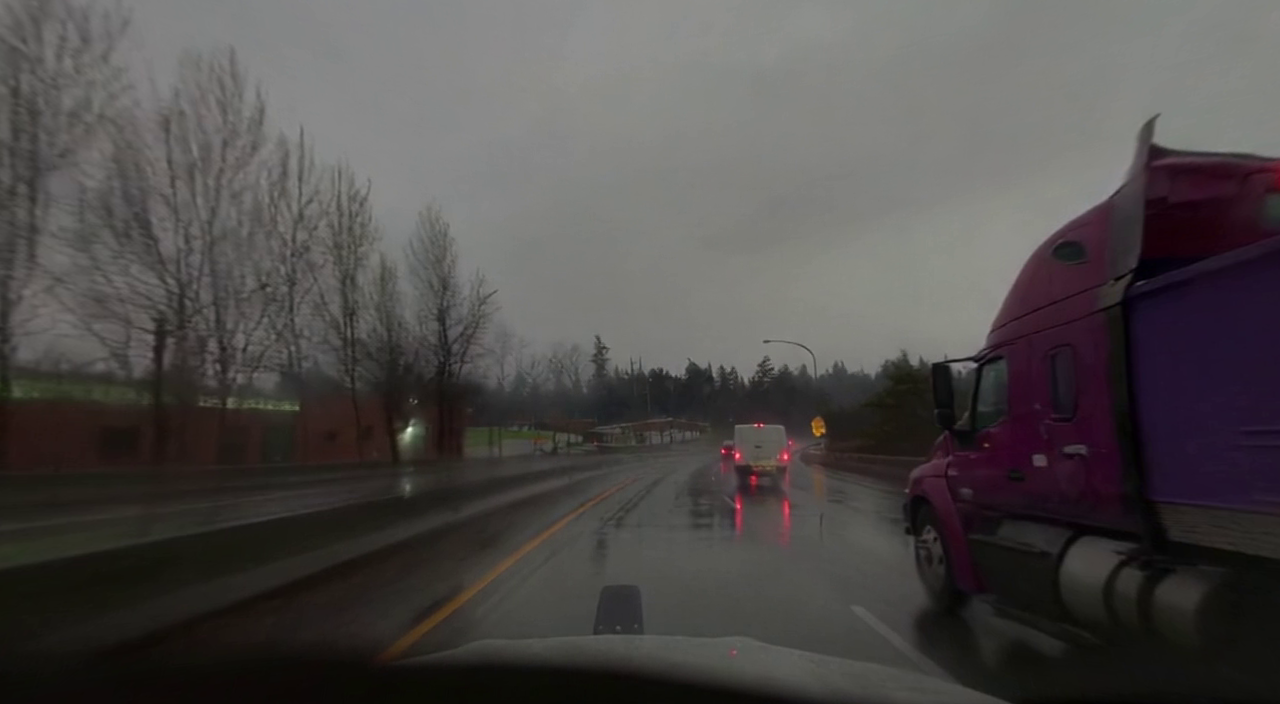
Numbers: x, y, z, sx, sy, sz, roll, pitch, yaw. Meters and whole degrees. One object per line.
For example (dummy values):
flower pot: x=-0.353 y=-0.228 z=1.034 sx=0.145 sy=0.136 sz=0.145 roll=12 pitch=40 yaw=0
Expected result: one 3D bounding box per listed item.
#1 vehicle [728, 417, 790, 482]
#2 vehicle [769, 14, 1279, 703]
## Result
vehicle: x=5.207 y=4.392 z=28.245 sx=2.200 sy=2.582 sz=5.559 roll=-1 pitch=-9 yaw=5
vehicle: x=3.659 y=0.646 z=6.356 sx=3.117 sy=3.818 sz=6.785 roll=0 pitch=-9 yaw=-1
